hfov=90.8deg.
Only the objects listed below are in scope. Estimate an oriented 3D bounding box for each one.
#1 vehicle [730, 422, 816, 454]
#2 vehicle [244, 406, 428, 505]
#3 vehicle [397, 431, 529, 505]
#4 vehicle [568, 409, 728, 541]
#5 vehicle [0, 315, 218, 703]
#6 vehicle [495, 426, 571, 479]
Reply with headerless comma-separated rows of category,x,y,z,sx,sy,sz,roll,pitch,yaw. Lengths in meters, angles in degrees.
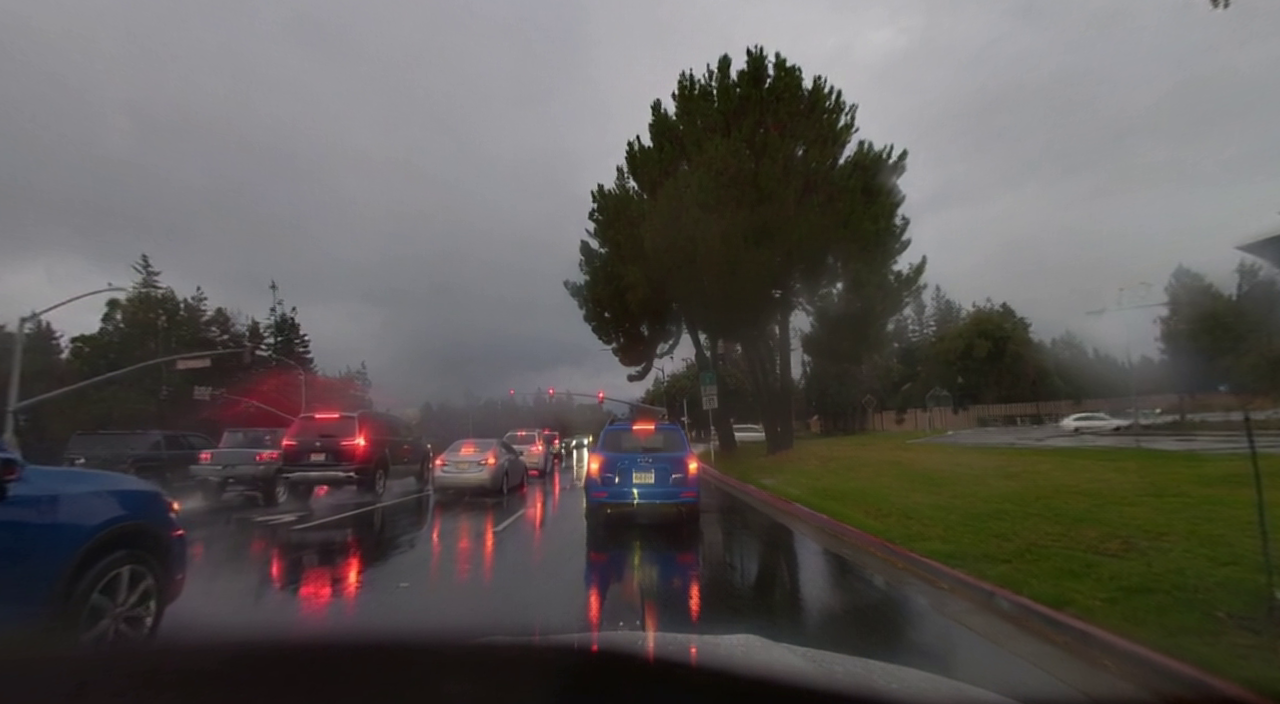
vehicle,8.536,5.593,40.846,5.152,2.001,2.060,-1,-9,4
vehicle,-7.400,2.602,16.187,2.195,2.093,5.185,0,-9,-1
vehicle,-4.052,2.726,15.244,1.942,1.523,4.212,0,-9,0
vehicle,0.090,1.913,10.377,2.055,1.681,4.270,0,-9,0
vehicle,-4.067,0.645,1.917,2.088,1.947,5.119,0,-9,-1
vehicle,-3.918,3.784,23.989,2.043,1.813,4.549,0,-9,0
